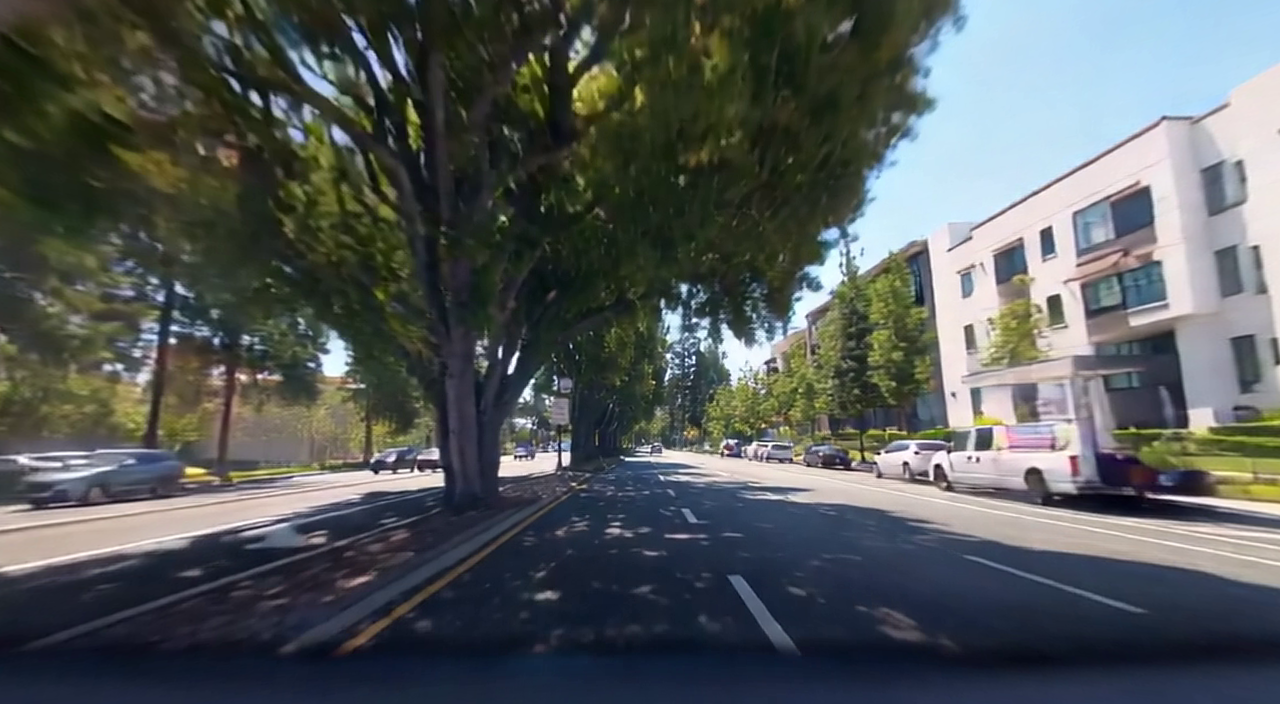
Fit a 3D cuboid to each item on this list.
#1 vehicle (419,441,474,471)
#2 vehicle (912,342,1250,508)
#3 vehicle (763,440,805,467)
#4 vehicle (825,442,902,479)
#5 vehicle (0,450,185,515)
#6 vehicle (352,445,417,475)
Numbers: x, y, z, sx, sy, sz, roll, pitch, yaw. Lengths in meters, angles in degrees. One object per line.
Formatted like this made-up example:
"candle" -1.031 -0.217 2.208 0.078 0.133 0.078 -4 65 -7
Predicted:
"vehicle" -11.671 6.308 38.438 1.950 1.699 4.347 0 -8 0
"vehicle" 9.680 1.881 15.427 2.670 3.016 7.732 0 -8 1
"vehicle" 10.152 7.165 44.883 1.960 1.817 4.463 0 -8 1
"vehicle" 10.226 4.989 29.305 1.808 1.551 4.450 0 -8 -2
"vehicle" -15.314 3.481 17.473 2.011 1.496 4.650 0 -8 0
"vehicle" -15.251 6.427 38.001 1.958 1.687 4.621 0 -8 0
